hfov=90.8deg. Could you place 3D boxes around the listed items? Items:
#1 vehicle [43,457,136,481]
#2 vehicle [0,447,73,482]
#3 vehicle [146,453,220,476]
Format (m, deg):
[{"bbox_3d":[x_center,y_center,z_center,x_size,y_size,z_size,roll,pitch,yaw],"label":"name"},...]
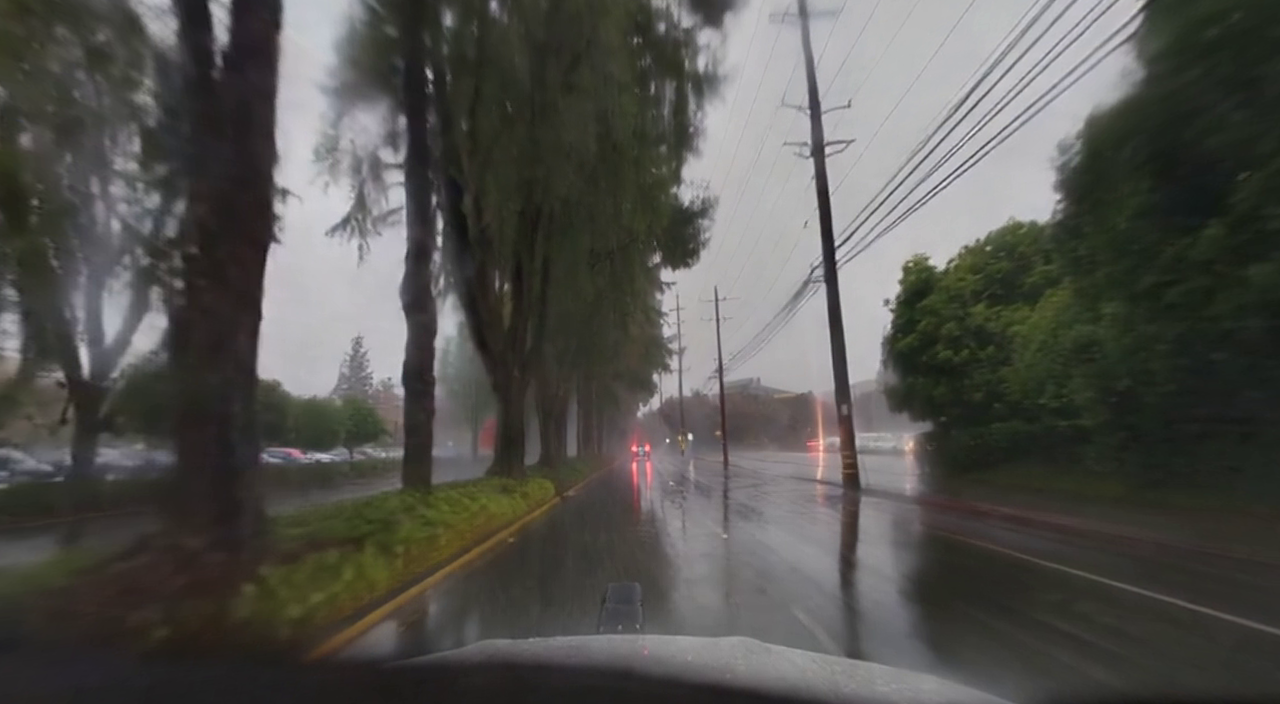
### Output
[{"bbox_3d":[-33.993,7.204,39.078,4.035,1.392,1.952,-1,-9,5],"label":"vehicle"},{"bbox_3d":[-33.672,5.965,33.556,5.024,1.788,2.150,-1,-9,2],"label":"vehicle"},{"bbox_3d":[-33.499,8.259,46.356,3.967,1.373,1.853,-3,-8,-1],"label":"vehicle"}]
